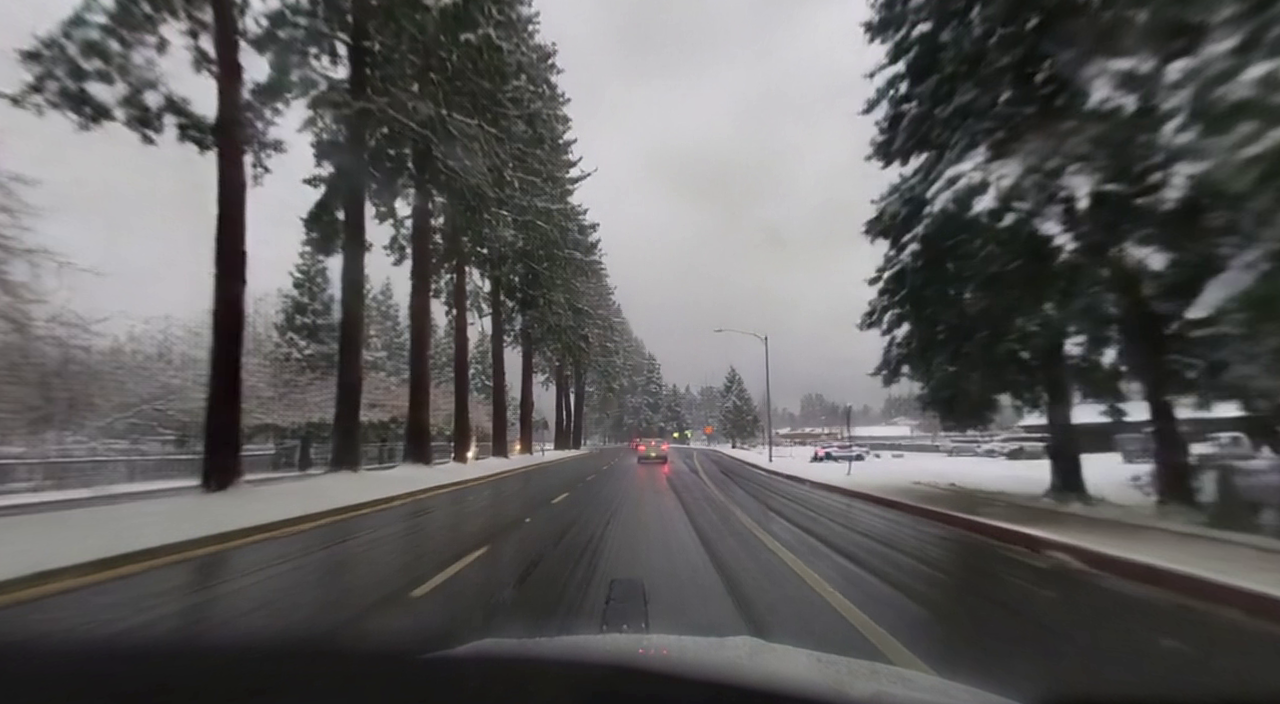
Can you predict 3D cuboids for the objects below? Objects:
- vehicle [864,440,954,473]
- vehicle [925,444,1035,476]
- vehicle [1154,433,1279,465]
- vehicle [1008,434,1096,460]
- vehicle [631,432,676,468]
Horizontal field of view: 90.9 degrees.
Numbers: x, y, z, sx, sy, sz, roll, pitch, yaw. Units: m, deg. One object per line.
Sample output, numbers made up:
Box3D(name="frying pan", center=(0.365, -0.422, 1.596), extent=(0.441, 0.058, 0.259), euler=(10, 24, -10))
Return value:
Box3D(name="vehicle", center=(15.903, 6.148, 37.357), extent=(4.413, 1.471, 1.823), euler=(-5, -7, 0))
Box3D(name="vehicle", center=(15.522, 4.938, 28.911), extent=(3.913, 1.384, 1.893), euler=(0, -9, 1))
Box3D(name="vehicle", center=(28.803, 4.831, 31.411), extent=(4.576, 1.490, 1.896), euler=(0, -9, 1))
Box3D(name="vehicle", center=(28.765, 6.669, 44.131), extent=(4.688, 1.748, 2.099), euler=(0, -9, -2))
Box3D(name="vehicle", center=(0.667, 4.977, 31.965), extent=(2.135, 1.691, 3.884), euler=(0, -9, 1))
